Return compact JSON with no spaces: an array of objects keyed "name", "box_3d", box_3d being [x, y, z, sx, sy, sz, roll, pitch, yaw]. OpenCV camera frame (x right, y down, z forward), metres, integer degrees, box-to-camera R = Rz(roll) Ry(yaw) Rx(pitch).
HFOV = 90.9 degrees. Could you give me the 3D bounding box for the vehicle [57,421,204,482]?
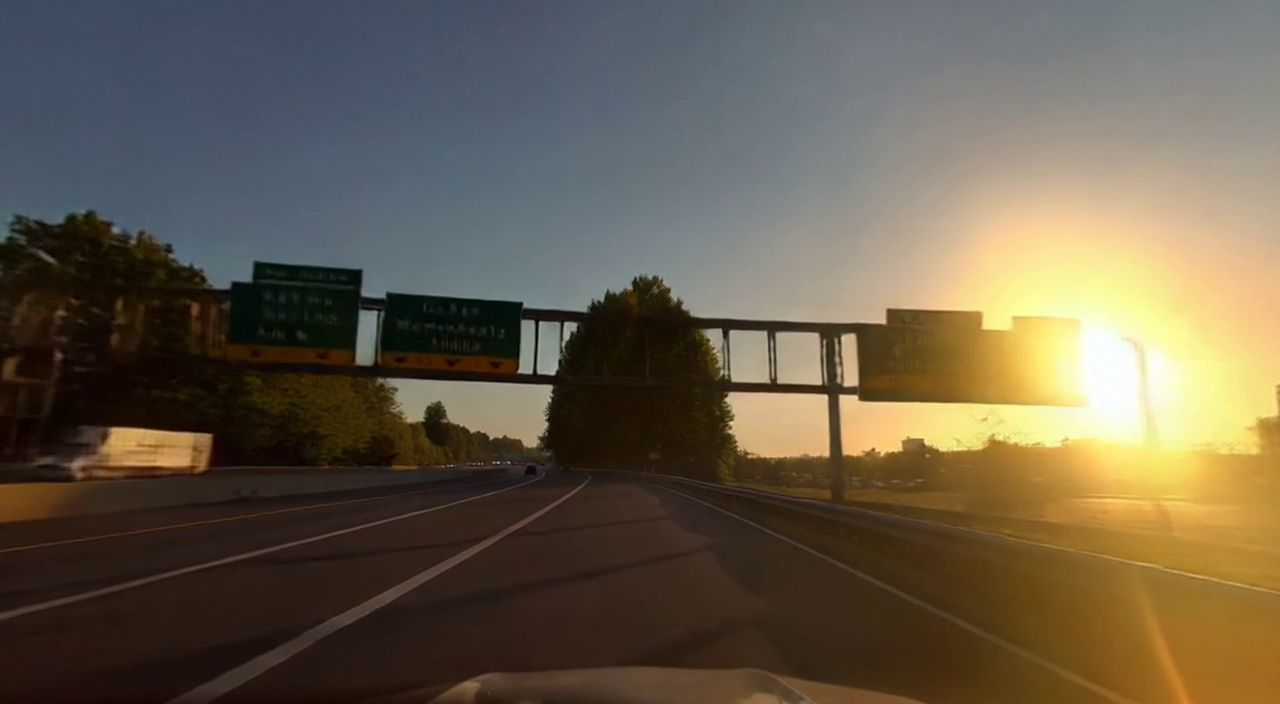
[{"name":"vehicle","box_3d":[-28.465,5.763,35.774,2.477,3.059,7.343,1,-11,-4]}]
